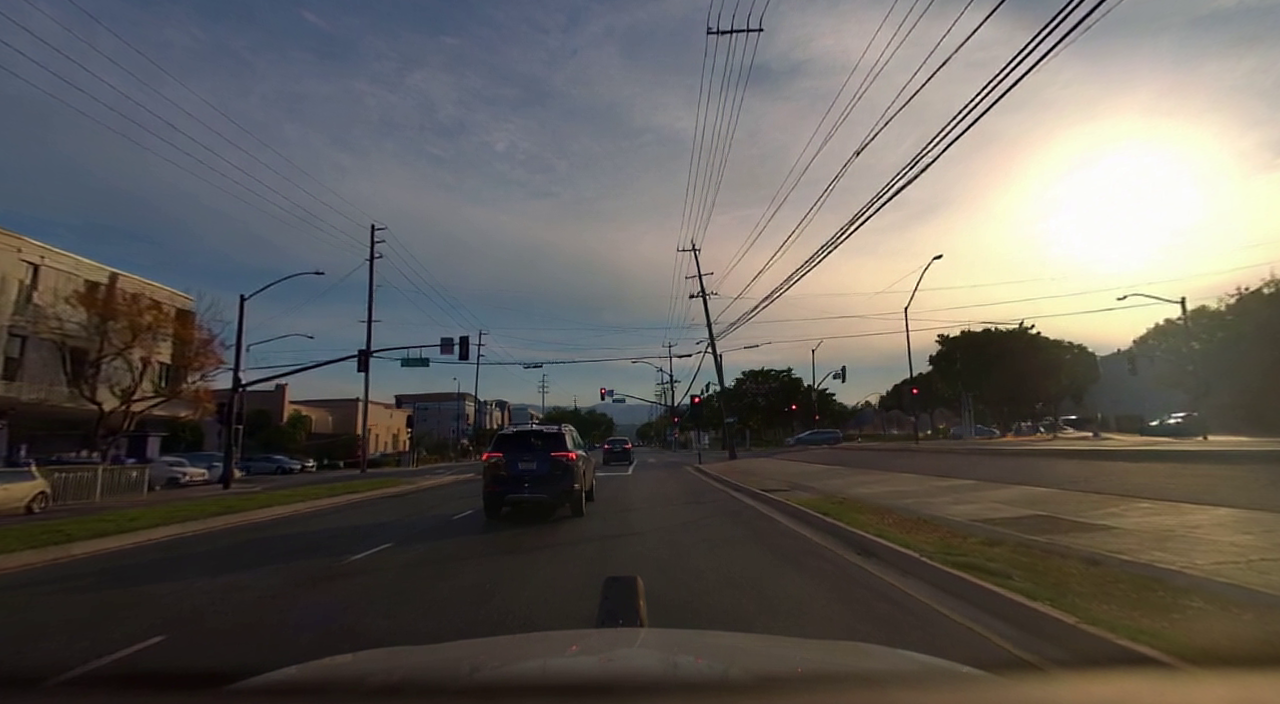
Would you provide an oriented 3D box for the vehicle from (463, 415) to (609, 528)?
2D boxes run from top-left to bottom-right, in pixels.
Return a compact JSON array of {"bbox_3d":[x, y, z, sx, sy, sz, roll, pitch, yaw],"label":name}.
[{"bbox_3d":[-1.729,2.190,12.019,2.022,1.757,4.041,0,-9,1],"label":"vehicle"}]

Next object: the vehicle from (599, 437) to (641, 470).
[{"bbox_3d":[-1.059,5.584,34.894,2.144,1.681,3.855,0,-9,-1],"label":"vehicle"}]

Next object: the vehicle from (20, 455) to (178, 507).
[{"bbox_3d":[-20.215,4.805,23.940,1.989,1.689,4.388,0,-9,2],"label":"vehicle"}]

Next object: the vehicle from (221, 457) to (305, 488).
[{"bbox_3d":[-20.261,6.470,34.191,1.826,1.430,4.426,0,-9,-1],"label":"vehicle"}]
